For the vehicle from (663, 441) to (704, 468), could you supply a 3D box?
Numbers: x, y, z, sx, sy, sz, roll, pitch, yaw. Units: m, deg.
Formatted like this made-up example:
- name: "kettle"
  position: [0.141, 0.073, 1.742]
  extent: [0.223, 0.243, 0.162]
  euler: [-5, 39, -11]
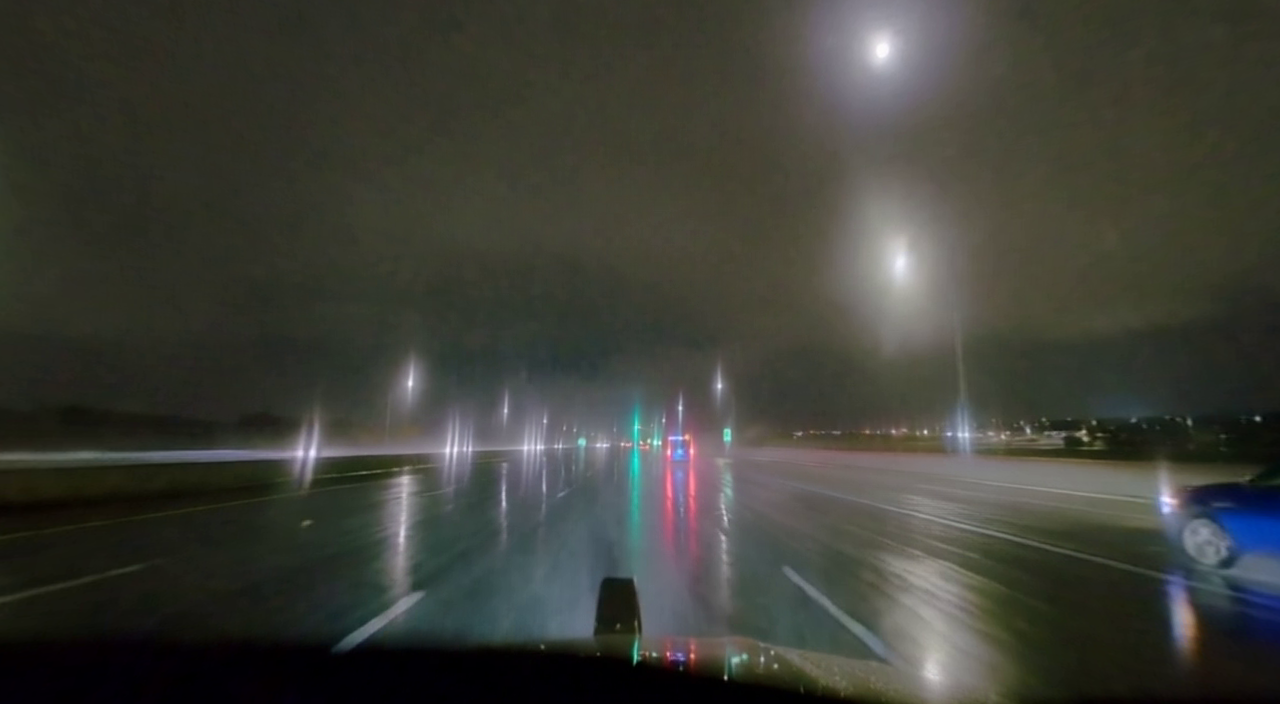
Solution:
- name: "vehicle"
  position: [2.701, 6.483, 40.212]
  extent: [2.270, 1.615, 3.770]
  euler: [0, -8, -2]

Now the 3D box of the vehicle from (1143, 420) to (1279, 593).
- name: "vehicle"
  position: [6.824, 1.221, 4.572]
  extent: [2.227, 1.522, 5.041]
  euler: [0, -8, 0]
